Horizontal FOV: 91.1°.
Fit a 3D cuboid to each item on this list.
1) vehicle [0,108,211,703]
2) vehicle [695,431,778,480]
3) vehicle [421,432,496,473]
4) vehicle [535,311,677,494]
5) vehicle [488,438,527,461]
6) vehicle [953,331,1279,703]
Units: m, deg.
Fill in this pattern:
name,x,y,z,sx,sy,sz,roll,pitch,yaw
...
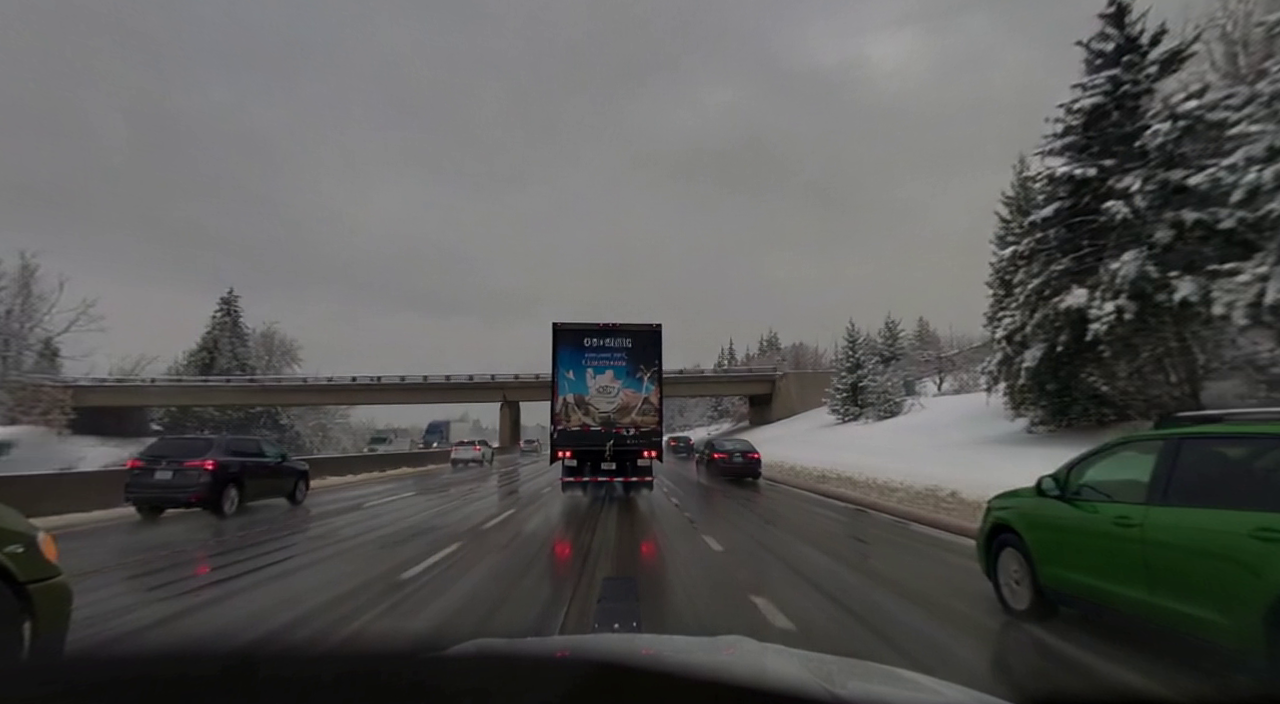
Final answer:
name,x,y,z,sx,sy,sz,roll,pitch,yaw
vehicle,-3.763,0.148,0.714,2.660,2.637,5.634,0,-8,-2
vehicle,3.269,3.596,22.311,2.003,1.519,4.580,0,-8,-3
vehicle,-8.076,4.483,28.380,2.057,1.698,4.550,0,-8,-1
vehicle,-1.000,1.688,17.998,2.911,3.787,9.905,0,-8,-4
vehicle,-8.888,6.554,42.476,1.845,1.488,3.656,0,-8,0
vehicle,3.629,0.773,2.754,2.118,1.647,4.400,0,-8,-2
